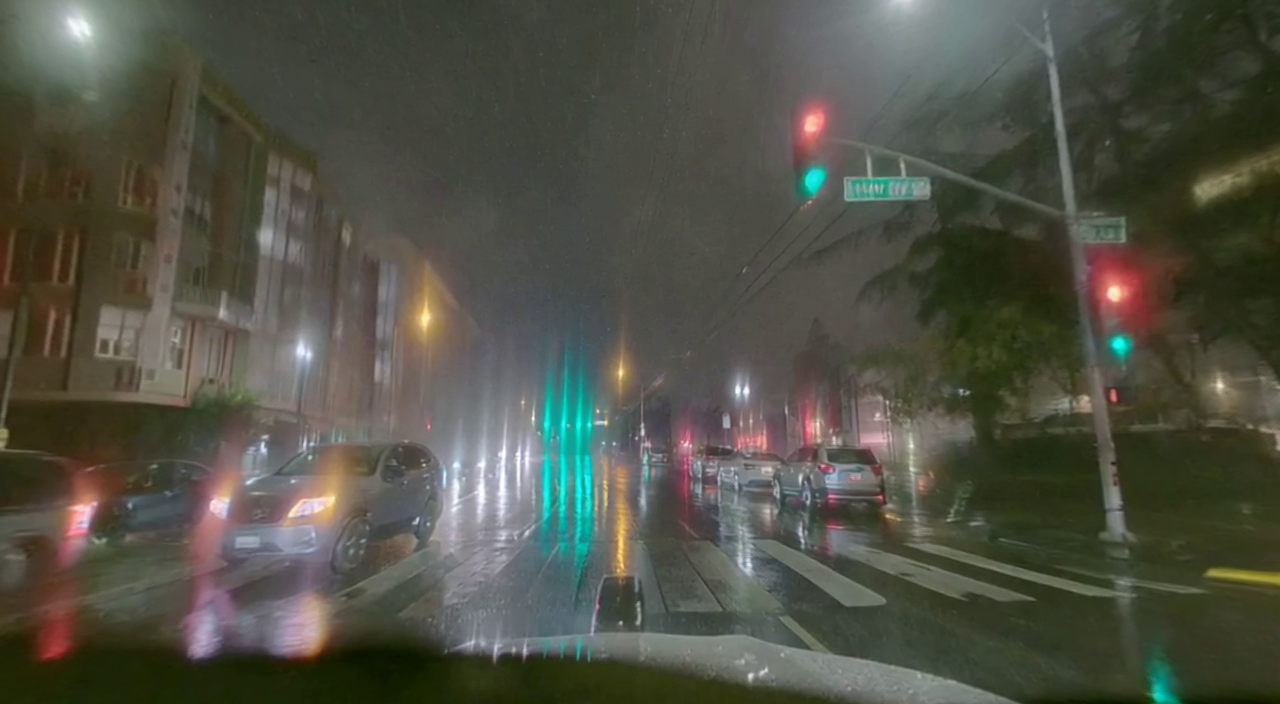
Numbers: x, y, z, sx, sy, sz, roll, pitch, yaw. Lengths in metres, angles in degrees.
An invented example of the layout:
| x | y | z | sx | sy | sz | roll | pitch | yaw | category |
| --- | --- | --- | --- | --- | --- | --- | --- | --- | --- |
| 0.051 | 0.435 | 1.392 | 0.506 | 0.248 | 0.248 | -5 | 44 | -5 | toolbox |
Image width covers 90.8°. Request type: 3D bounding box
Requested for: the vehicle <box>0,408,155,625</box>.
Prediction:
| x | y | z | sx | sy | sz | roll | pitch | yaw | category |
| --- | --- | --- | --- | --- | --- | --- | --- | --- | --- |
| -6.505 | 1.325 | 4.738 | 1.906 | 1.872 | 4.904 | 0 | -8 | -2 | vehicle |

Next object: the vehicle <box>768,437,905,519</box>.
| x | y | z | sx | sy | sz | roll | pitch | yaw | category |
| --- | --- | --- | --- | --- | --- | --- | --- | --- | --- |
| 5.194 | 3.363 | 17.544 | 1.945 | 1.931 | 4.778 | 0 | -9 | -4 | vehicle |

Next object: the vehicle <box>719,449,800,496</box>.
| x | y | z | sx | sy | sz | roll | pitch | yaw | category |
| --- | --- | --- | --- | --- | --- | --- | --- | --- | --- |
| 4.391 | 4.496 | 23.950 | 1.915 | 1.569 | 4.117 | 1 | -9 | -5 | vehicle |

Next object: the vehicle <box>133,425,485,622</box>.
| x | y | z | sx | sy | sz | roll | pitch | yaw | category |
| --- | --- | --- | --- | --- | --- | --- | --- | --- | --- |
| -3.564 | 1.897 | 8.083 | 2.129 | 1.744 | 4.568 | 0 | -8 | -2 | vehicle |

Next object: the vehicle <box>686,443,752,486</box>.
| x | y | z | sx | sy | sz | roll | pitch | yaw | category |
| --- | --- | --- | --- | --- | --- | --- | --- | --- | --- |
| 3.602 | 5.263 | 29.988 | 2.059 | 1.804 | 5.182 | 0 | -9 | -5 | vehicle |
